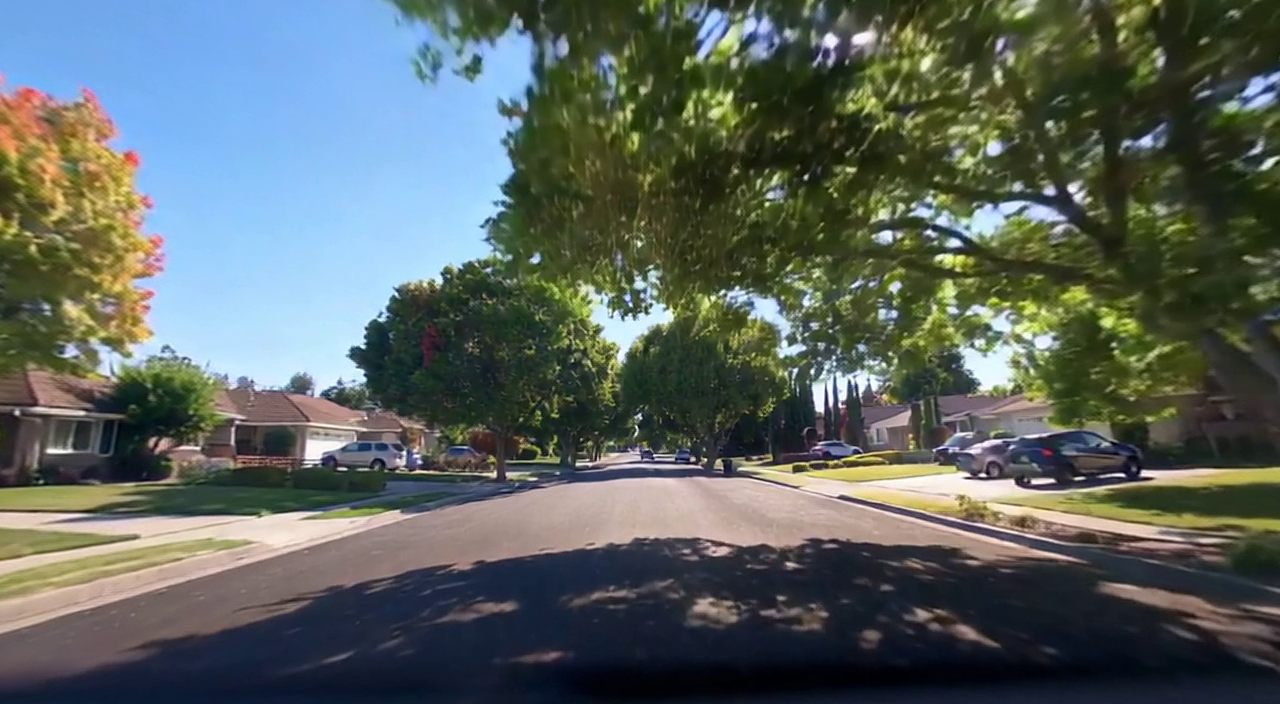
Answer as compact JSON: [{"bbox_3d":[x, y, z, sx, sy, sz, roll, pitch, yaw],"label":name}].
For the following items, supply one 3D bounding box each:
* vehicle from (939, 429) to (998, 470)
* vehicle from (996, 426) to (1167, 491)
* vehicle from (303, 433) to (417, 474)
[{"bbox_3d":[16.588,4.957,32.030,2.288,1.880,4.939,-4,-10,24],"label":"vehicle"},{"bbox_3d":[13.271,3.157,18.903,4.708,1.727,2.076,4,-10,-26],"label":"vehicle"},{"bbox_3d":[-15.035,5.448,34.145,2.575,2.031,5.155,-4,-9,23],"label":"vehicle"}]
